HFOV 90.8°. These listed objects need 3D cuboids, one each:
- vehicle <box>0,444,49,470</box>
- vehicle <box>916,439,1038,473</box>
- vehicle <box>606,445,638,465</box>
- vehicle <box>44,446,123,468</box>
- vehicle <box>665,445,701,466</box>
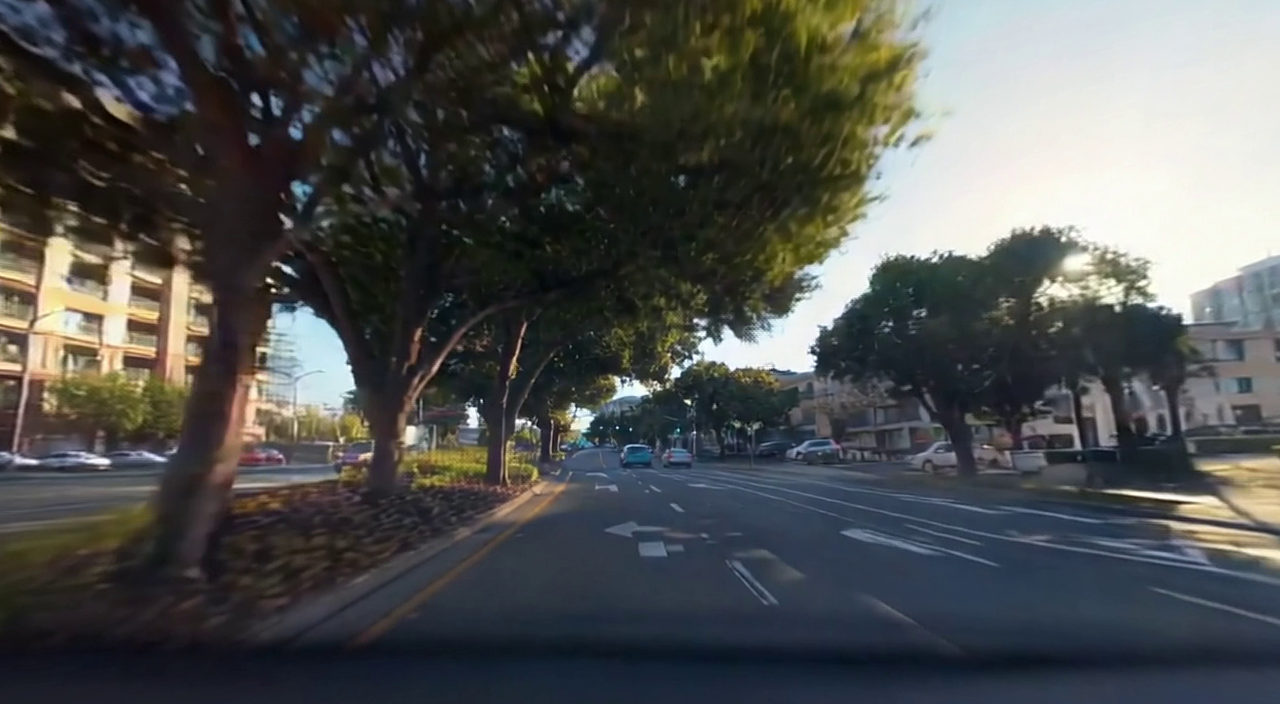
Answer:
[{"bbox_3d":[-41.820,6.880,41.454,1.869,1.599,4.572,1,-9,-6],"label":"vehicle"},{"bbox_3d":[15.690,4.850,29.546,4.648,1.510,1.891,0,-9,-5],"label":"vehicle"},{"bbox_3d":[-1.461,8.043,49.690,2.020,1.479,4.650,1,-9,-8],"label":"vehicle"},{"bbox_3d":[-42.558,8.022,48.470,1.904,1.573,4.827,1,-9,-5],"label":"vehicle"},{"bbox_3d":[3.134,7.659,46.802,1.932,1.439,4.159,1,-9,-7],"label":"vehicle"}]
